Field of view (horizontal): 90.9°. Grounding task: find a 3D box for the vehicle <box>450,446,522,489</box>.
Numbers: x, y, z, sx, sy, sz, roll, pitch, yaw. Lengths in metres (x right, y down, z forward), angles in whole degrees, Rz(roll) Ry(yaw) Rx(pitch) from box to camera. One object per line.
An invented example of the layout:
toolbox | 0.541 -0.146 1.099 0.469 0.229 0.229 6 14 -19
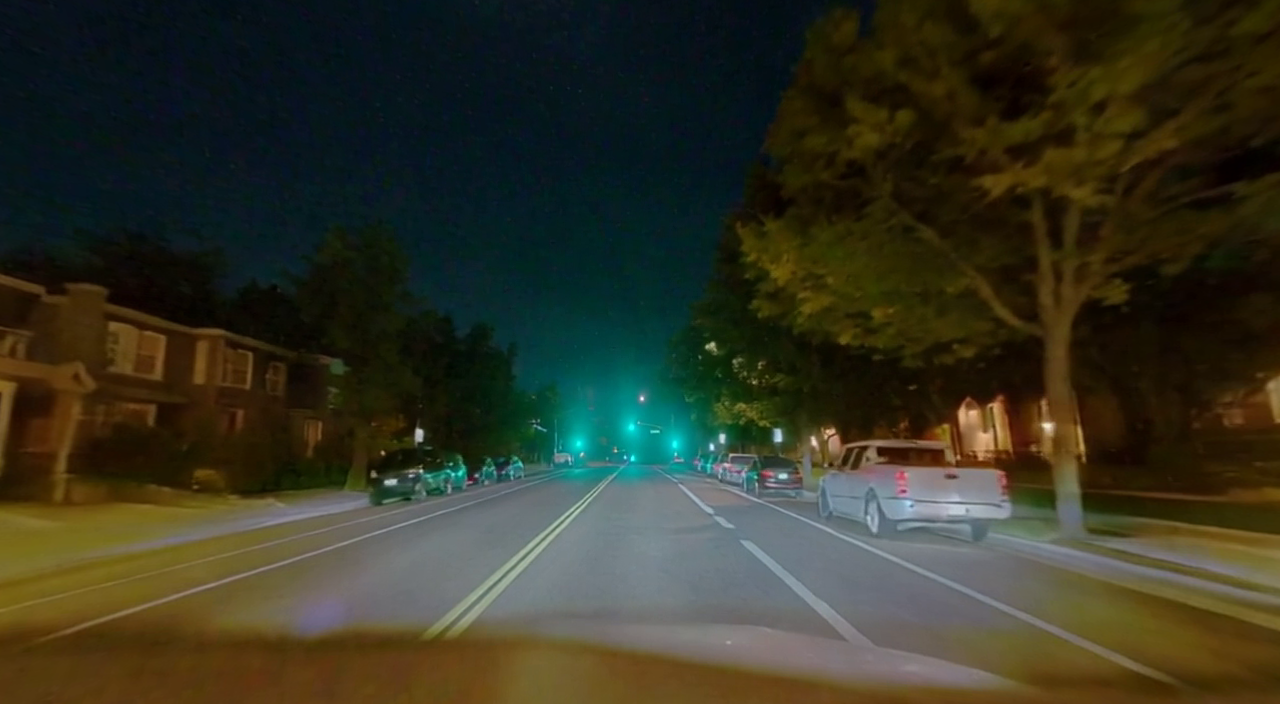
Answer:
vehicle | -7.352 5.519 30.609 2.218 1.807 5.032 -1 -8 0

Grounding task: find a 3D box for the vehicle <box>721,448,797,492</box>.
vehicle | 4.415 4.430 24.150 2.048 1.469 4.673 0 -8 1

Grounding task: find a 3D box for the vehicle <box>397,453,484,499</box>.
vehicle | -7.691 4.795 24.737 1.971 1.479 4.307 -1 -8 1

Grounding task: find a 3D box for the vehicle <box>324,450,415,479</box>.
vehicle | -16.623 6.906 38.942 4.619 1.708 2.087 0 -8 -1

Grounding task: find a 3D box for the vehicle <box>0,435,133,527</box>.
vehicle | -13.858 2.792 14.016 3.513 1.829 1.976 -1 -8 7

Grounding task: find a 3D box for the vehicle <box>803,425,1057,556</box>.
vehicle | 4.527 2.220 10.925 2.137 1.747 4.797 0 -8 1
